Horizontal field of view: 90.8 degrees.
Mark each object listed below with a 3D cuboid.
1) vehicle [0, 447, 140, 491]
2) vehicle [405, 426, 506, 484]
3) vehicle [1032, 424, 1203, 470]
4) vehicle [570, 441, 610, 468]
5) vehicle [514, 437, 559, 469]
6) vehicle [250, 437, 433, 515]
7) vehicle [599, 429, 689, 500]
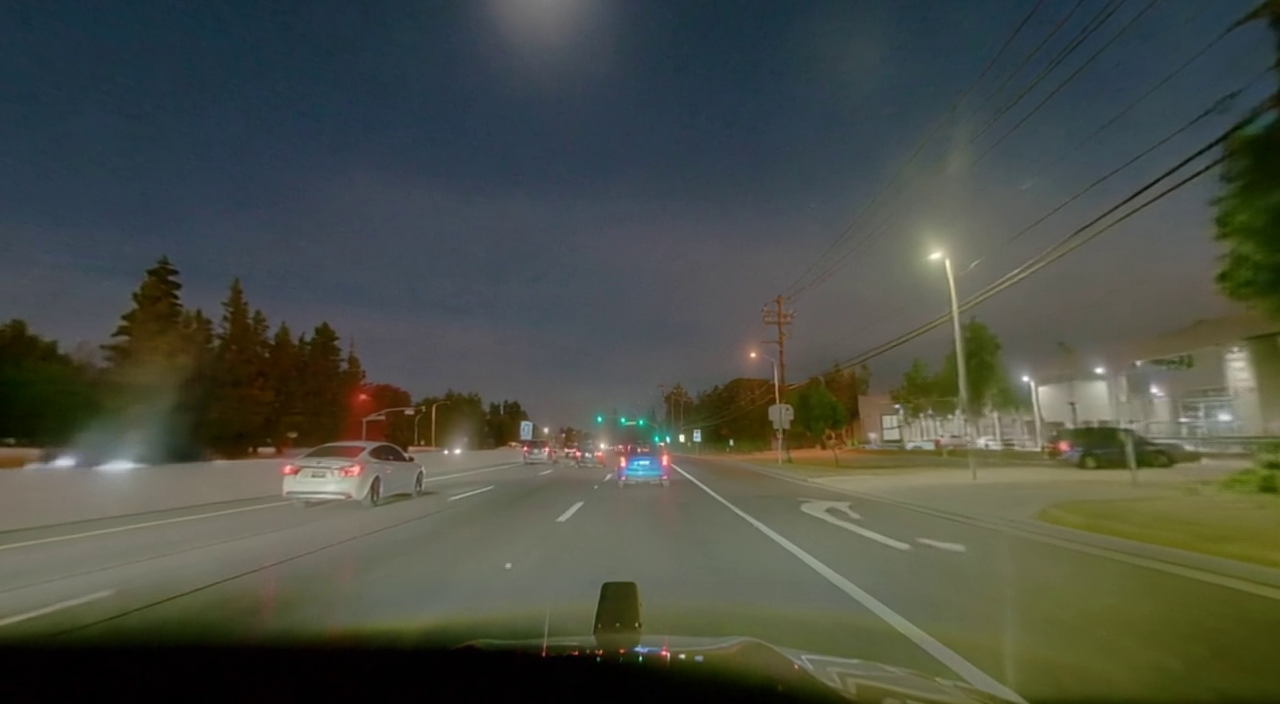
[{"bbox_3d":[-24.485,4.985,27.276,2.112,1.706,4.432,0,-8,1],"label":"vehicle"},{"bbox_3d":[-6.658,3.774,23.480,2.144,1.905,4.967,0,-8,1],"label":"vehicle"},{"bbox_3d":[17.586,3.525,23.458,4.659,1.572,2.019,0,-8,0],"label":"vehicle"},{"bbox_3d":[-3.002,6.244,38.667,2.055,1.510,3.961,0,-8,1],"label":"vehicle"},{"bbox_3d":[-6.129,6.045,37.911,1.914,1.756,4.179,0,-8,1],"label":"vehicle"},{"bbox_3d":[-6.492,2.726,14.460,1.900,1.483,4.547,0,-8,1],"label":"vehicle"},{"bbox_3d":[0.092,2.990,17.146,2.140,1.653,4.108,0,-8,0],"label":"vehicle"}]
